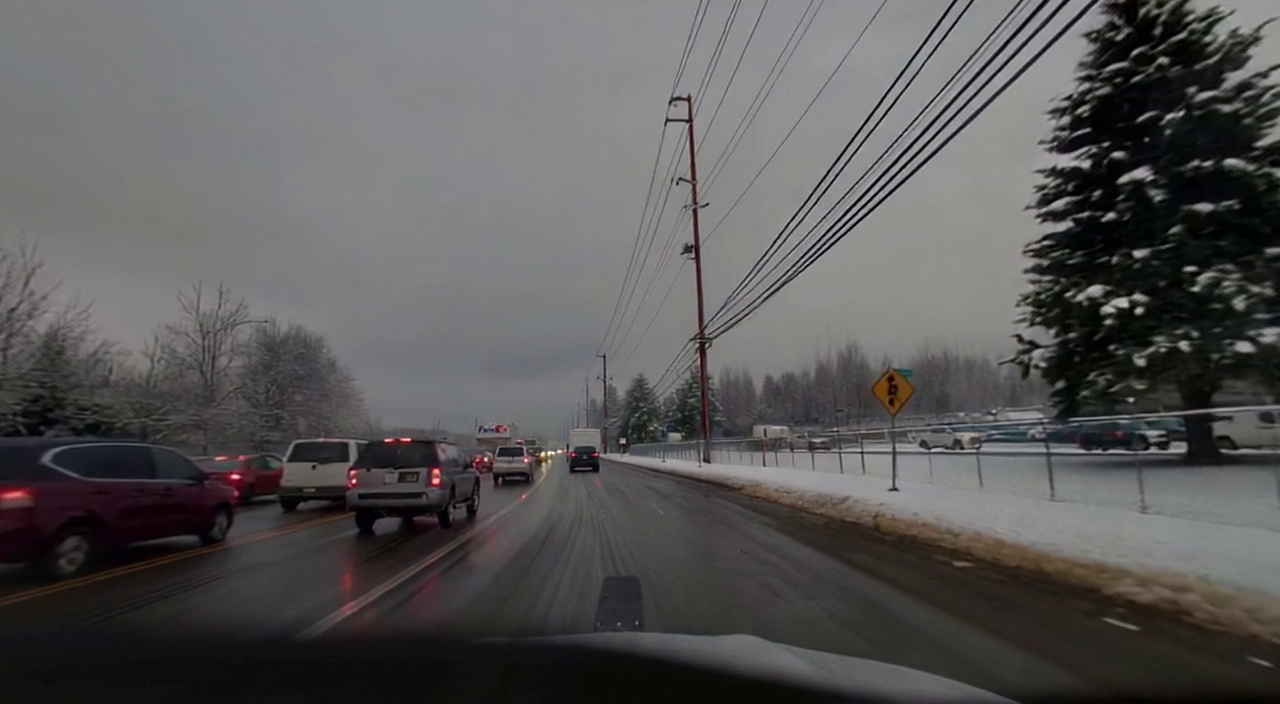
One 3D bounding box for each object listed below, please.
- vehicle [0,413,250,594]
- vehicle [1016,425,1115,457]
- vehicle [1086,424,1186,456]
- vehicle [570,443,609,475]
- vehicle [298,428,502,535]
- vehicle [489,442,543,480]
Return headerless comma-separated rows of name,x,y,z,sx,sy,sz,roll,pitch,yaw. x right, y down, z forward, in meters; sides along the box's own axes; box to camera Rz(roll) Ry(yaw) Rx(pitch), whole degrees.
vehicle,-7.324,1.750,7.974,2.065,1.739,4.367,0,-8,-2
vehicle,29.636,6.226,43.891,5.535,2.130,2.145,1,-9,-7
vehicle,36.779,6.551,46.761,5.472,2.276,2.302,1,-8,-2
vehicle,-2.876,5.993,35.581,2.055,1.671,4.147,1,-8,-6
vehicle,-4.359,2.423,12.500,2.388,1.692,4.684,0,-8,-3
vehicle,-5.952,5.271,30.724,2.057,1.673,4.934,1,-8,-5
